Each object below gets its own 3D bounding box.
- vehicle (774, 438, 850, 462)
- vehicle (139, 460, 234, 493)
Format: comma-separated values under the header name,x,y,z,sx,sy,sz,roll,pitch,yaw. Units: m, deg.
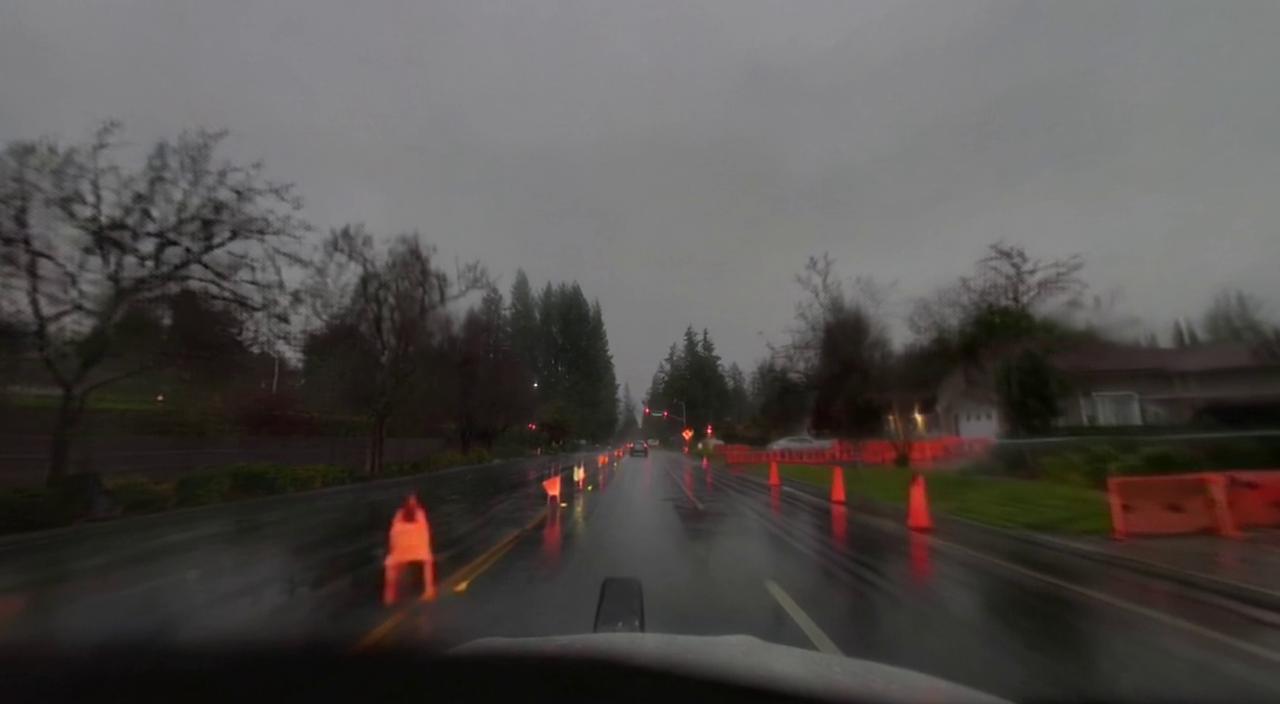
name,x,y,z,sx,sy,sz,roll,pitch,yaw
vehicle,11.000,6.324,40.517,4.463,1.466,1.813,-1,-9,5
vehicle,-23.542,6.448,32.921,1.952,1.511,4.147,0,-9,-2
